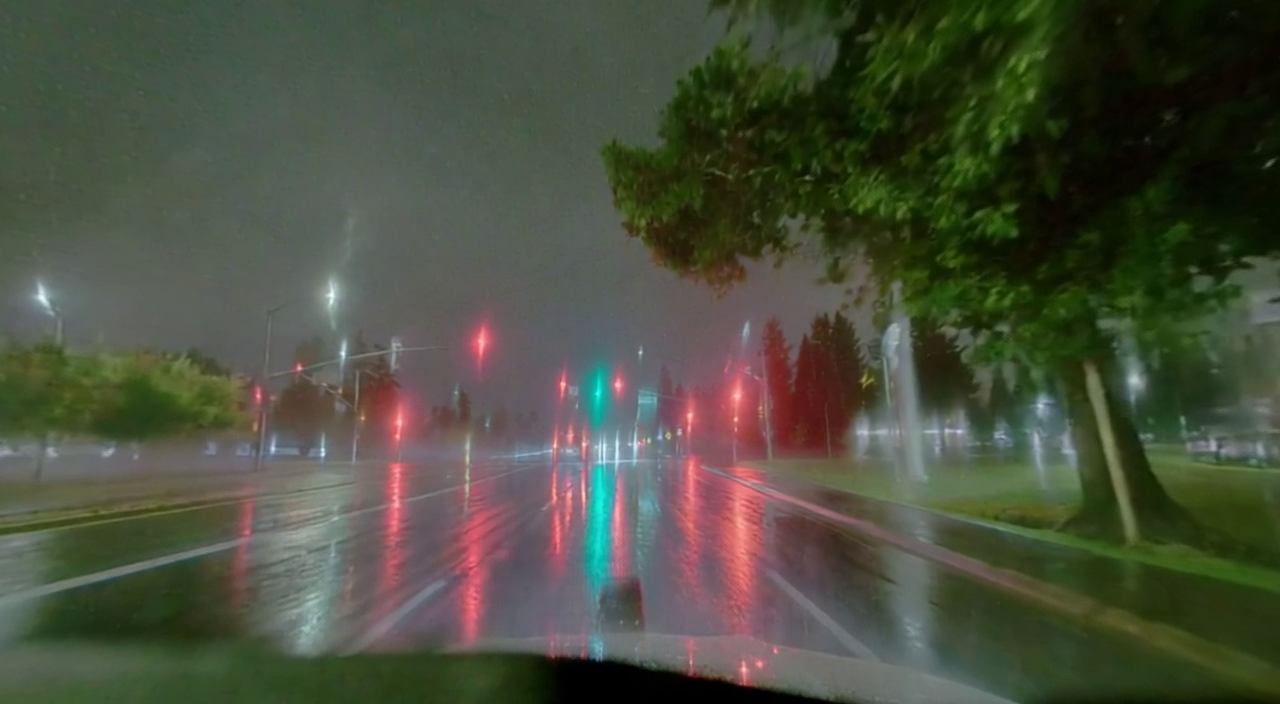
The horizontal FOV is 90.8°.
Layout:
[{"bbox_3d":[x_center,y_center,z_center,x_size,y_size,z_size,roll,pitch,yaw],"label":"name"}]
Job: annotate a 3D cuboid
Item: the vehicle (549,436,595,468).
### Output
[{"bbox_3d":[-3.667,5.475,34.718,2.076,1.599,4.483,0,-8,-1],"label":"vehicle"}]
